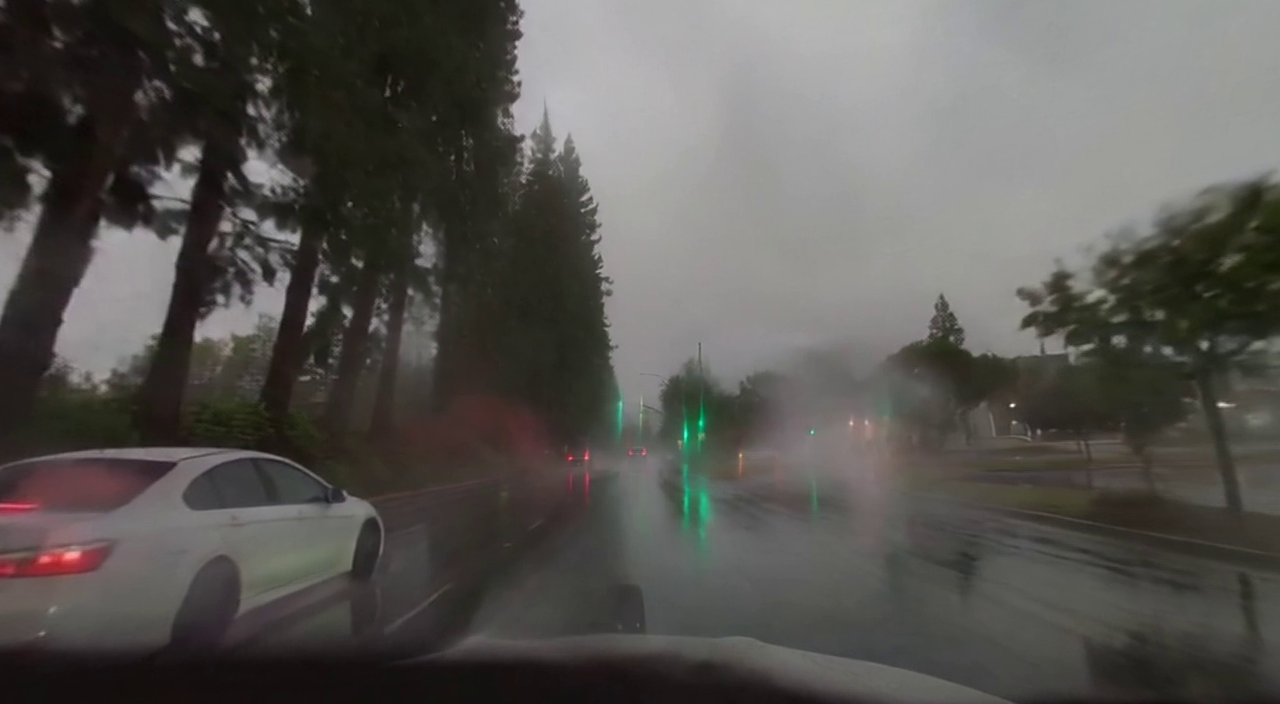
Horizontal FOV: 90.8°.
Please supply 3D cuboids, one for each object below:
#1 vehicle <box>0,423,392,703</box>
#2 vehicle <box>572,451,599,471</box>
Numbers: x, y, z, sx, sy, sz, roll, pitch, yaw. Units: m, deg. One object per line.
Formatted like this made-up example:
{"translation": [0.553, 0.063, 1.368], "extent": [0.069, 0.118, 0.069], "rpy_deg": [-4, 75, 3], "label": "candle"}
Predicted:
{"translation": [-3.700, 1.326, 4.563], "extent": [1.968, 1.459, 4.433], "rpy_deg": [0, -9, 1], "label": "vehicle"}
{"translation": [-4.267, 8.559, 49.725], "extent": [1.674, 1.408, 4.141], "rpy_deg": [0, -9, 1], "label": "vehicle"}
